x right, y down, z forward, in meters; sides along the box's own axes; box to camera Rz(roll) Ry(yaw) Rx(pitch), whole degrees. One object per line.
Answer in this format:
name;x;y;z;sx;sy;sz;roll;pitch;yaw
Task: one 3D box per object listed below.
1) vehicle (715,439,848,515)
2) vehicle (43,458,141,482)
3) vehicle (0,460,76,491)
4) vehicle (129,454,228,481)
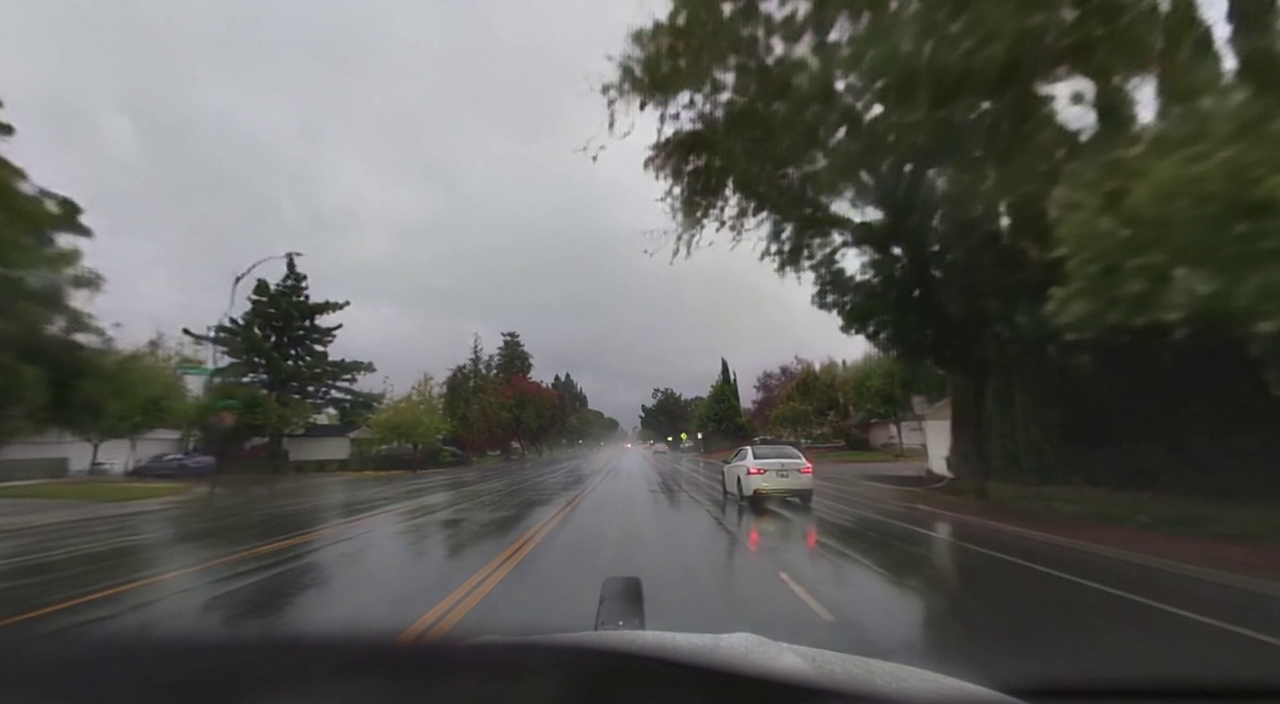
vehicle;3.093;2.828;14.826;2.057;1.493;4.225;0;-9;-1
vehicle;-35.225;7.573;40.670;4.534;1.455;1.858;0;-9;1
vehicle;-31.710;6.193;31.860;4.684;1.435;1.893;0;-8;2
vehicle;-29.408;7.367;40.327;4.917;1.598;1.937;-1;-9;4
